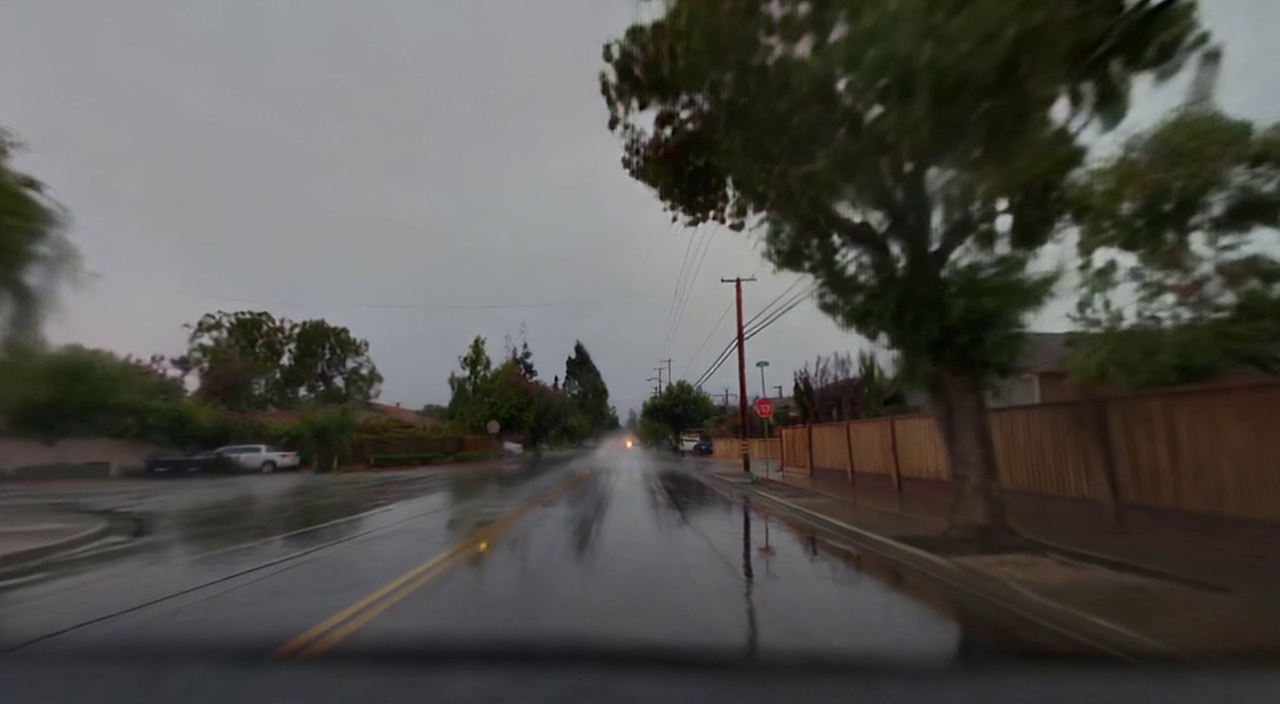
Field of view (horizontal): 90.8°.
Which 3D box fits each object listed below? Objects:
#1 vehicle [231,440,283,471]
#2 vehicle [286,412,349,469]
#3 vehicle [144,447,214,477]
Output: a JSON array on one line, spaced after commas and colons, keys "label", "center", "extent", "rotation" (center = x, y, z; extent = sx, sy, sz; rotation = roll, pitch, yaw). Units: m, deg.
[{"label": "vehicle", "center": [-23.844, 6.415, 39.502], "extent": [2.083, 1.802, 4.455], "rotation": [4, -9, -24]}, {"label": "vehicle", "center": [-20.331, 5.835, 40.282], "extent": [2.842, 3.181, 8.576], "rotation": [4, -11, -23]}, {"label": "vehicle", "center": [-24.202, 5.730, 33.339], "extent": [1.955, 1.448, 4.542], "rotation": [4, -9, -23]}]
